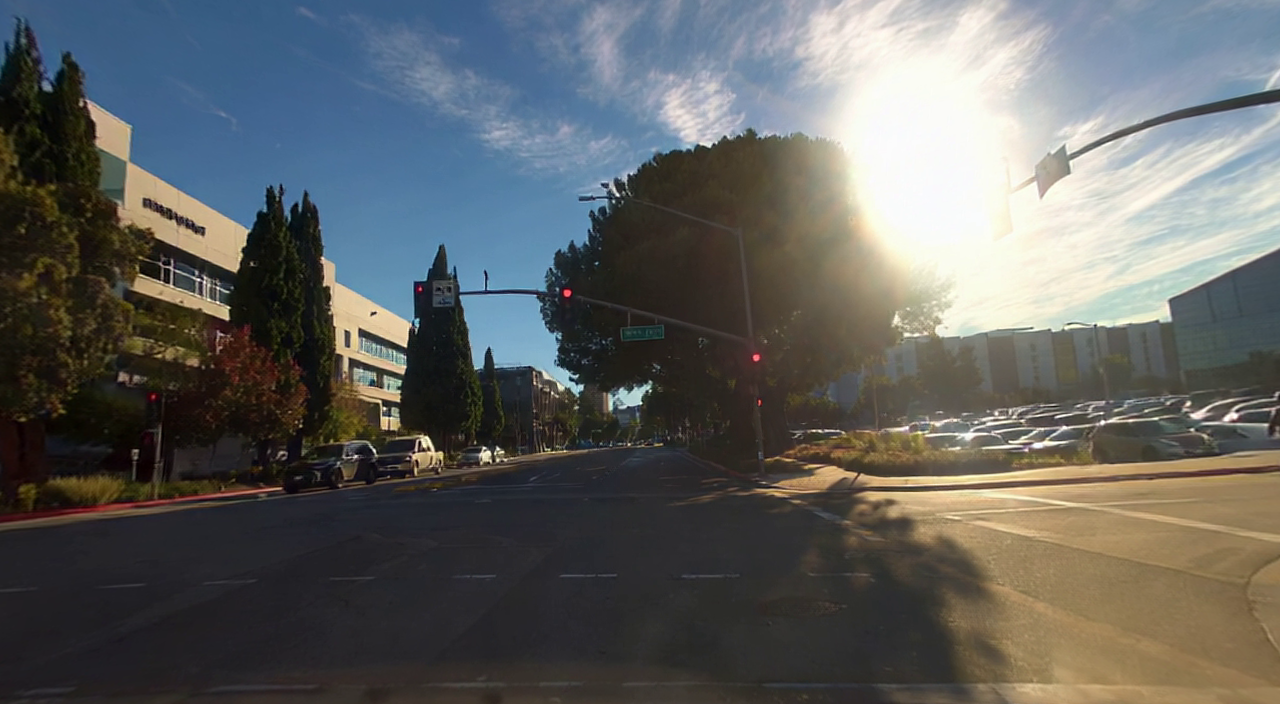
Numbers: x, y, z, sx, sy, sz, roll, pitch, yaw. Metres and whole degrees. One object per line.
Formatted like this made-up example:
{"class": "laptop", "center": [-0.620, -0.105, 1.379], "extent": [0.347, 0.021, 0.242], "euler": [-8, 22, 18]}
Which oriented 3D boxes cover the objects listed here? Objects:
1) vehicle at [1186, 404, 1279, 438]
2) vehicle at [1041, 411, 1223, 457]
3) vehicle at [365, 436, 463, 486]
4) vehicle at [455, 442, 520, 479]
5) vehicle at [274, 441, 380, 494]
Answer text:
{"class": "vehicle", "center": [34.898, 4.028, 36.658], "extent": [4.326, 1.511, 1.725], "euler": [-8, -9, 17]}
{"class": "vehicle", "center": [16.964, 2.905, 22.095], "extent": [4.560, 1.453, 1.851], "euler": [-3, -9, 18]}
{"class": "vehicle", "center": [-10.179, 4.958, 29.054], "extent": [2.475, 1.940, 5.702], "euler": [-3, -9, 0]}
{"class": "vehicle", "center": [-6.991, 4.997, 29.319], "extent": [2.024, 1.470, 4.153], "euler": [-3, -9, -1]}
{"class": "vehicle", "center": [-13.736, 5.065, 28.144], "extent": [2.251, 1.957, 4.968], "euler": [-4, -9, -1]}
